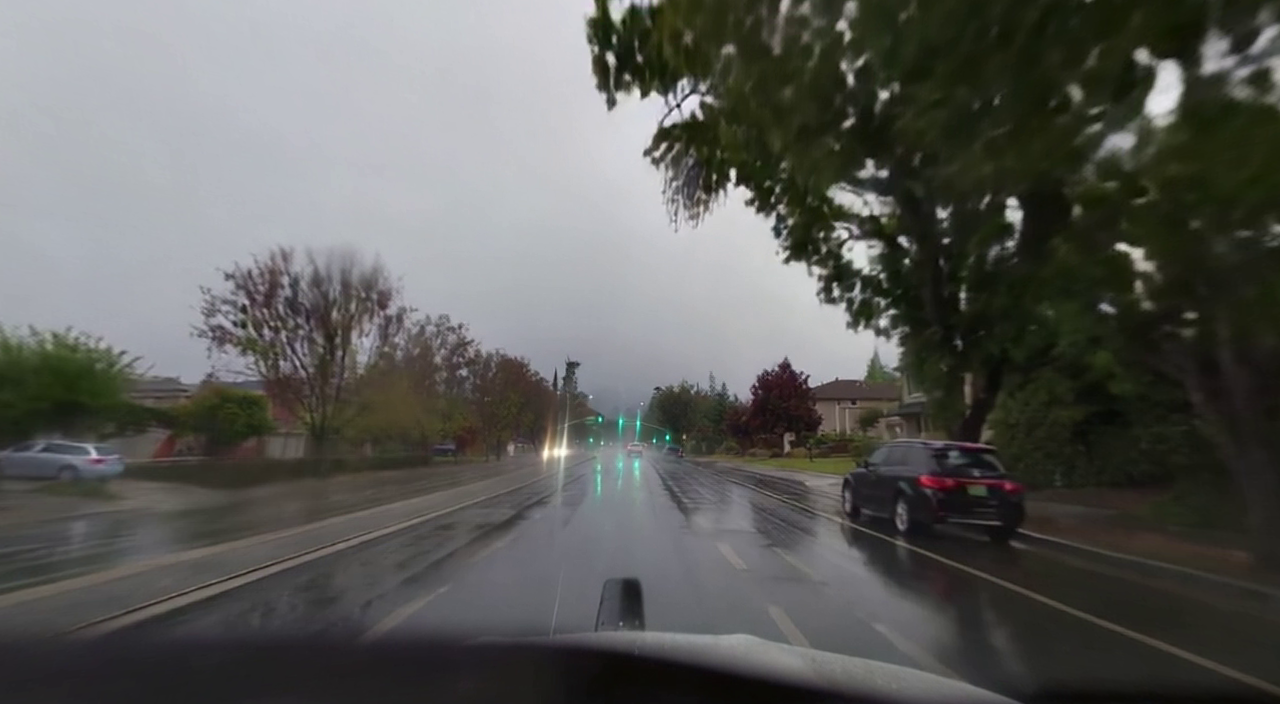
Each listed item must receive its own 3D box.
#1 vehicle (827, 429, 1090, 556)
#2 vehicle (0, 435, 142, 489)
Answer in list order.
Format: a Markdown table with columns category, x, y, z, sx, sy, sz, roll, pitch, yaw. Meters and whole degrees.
| category | x | y | z | sx | sy | sz | roll | pitch | yaw |
| --- | --- | --- | --- | --- | --- | --- | --- | --- | --- |
| vehicle | 4.858 | 2.179 | 10.641 | 1.967 | 1.631 | 4.692 | 0 | -8 | 0 |
| vehicle | -21.203 | 3.910 | 22.754 | 4.666 | 1.677 | 1.978 | 3 | -9 | -2 |
